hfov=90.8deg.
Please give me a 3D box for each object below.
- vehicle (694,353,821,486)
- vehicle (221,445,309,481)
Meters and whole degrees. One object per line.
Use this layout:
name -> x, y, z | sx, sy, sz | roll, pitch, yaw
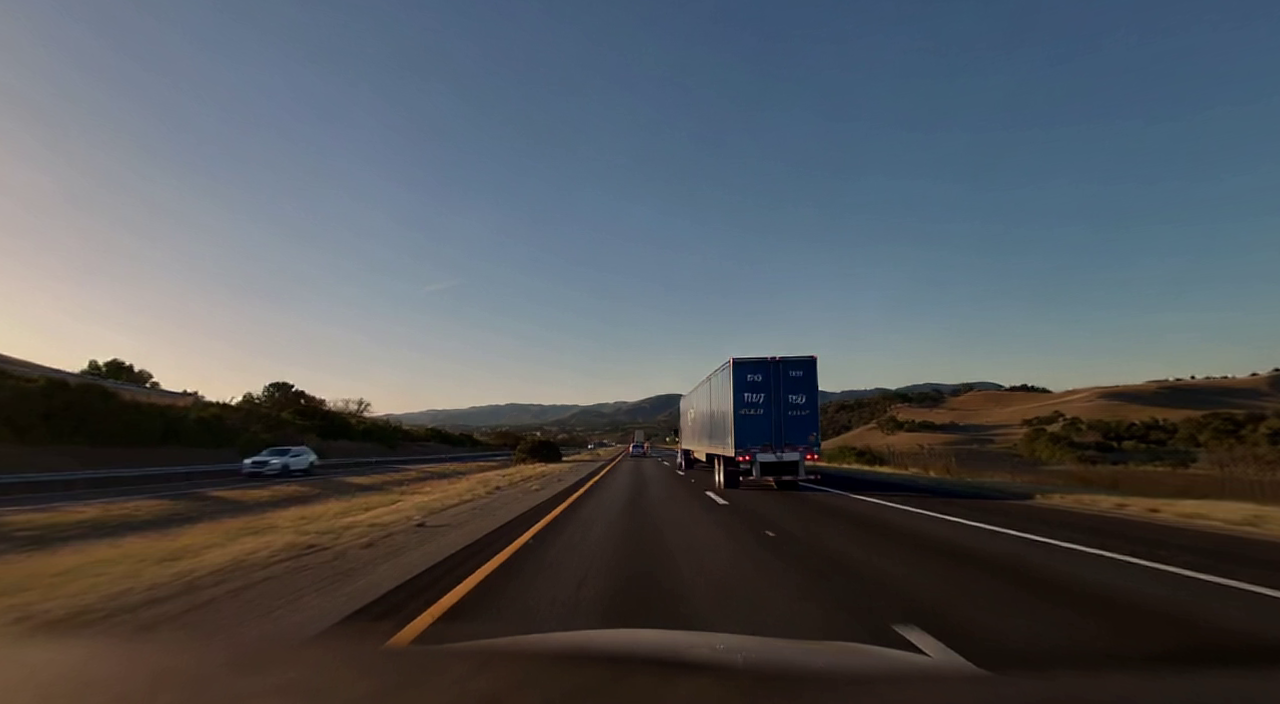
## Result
vehicle -> 4.214, 2.881, 25.379 | 3.039, 4.342, 9.556 | 0, -9, -1
vehicle -> -20.794, 6.150, 35.346 | 2.052, 1.887, 4.709 | 0, -9, -1
